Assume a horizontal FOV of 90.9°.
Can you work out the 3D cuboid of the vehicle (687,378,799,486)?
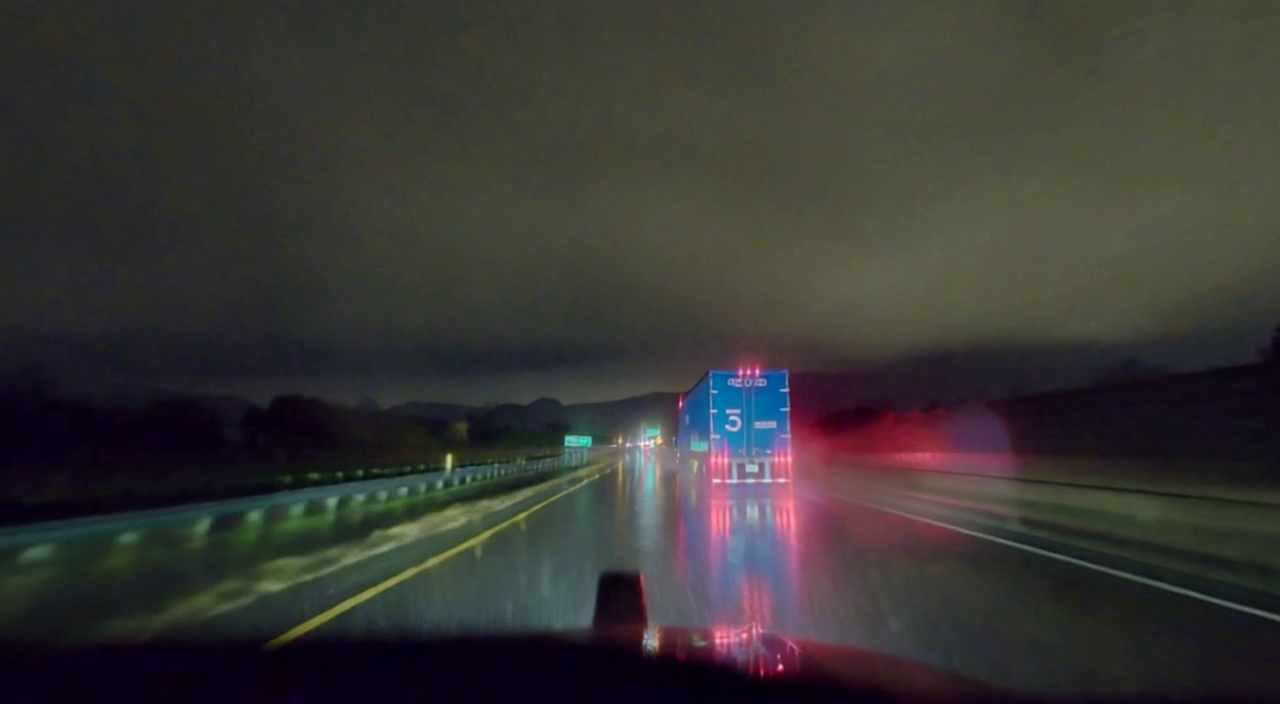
[{"bbox_3d":[3.939,3.535,26.995,3.107,3.718,10.231,0,-9,0],"label":"vehicle"}]
